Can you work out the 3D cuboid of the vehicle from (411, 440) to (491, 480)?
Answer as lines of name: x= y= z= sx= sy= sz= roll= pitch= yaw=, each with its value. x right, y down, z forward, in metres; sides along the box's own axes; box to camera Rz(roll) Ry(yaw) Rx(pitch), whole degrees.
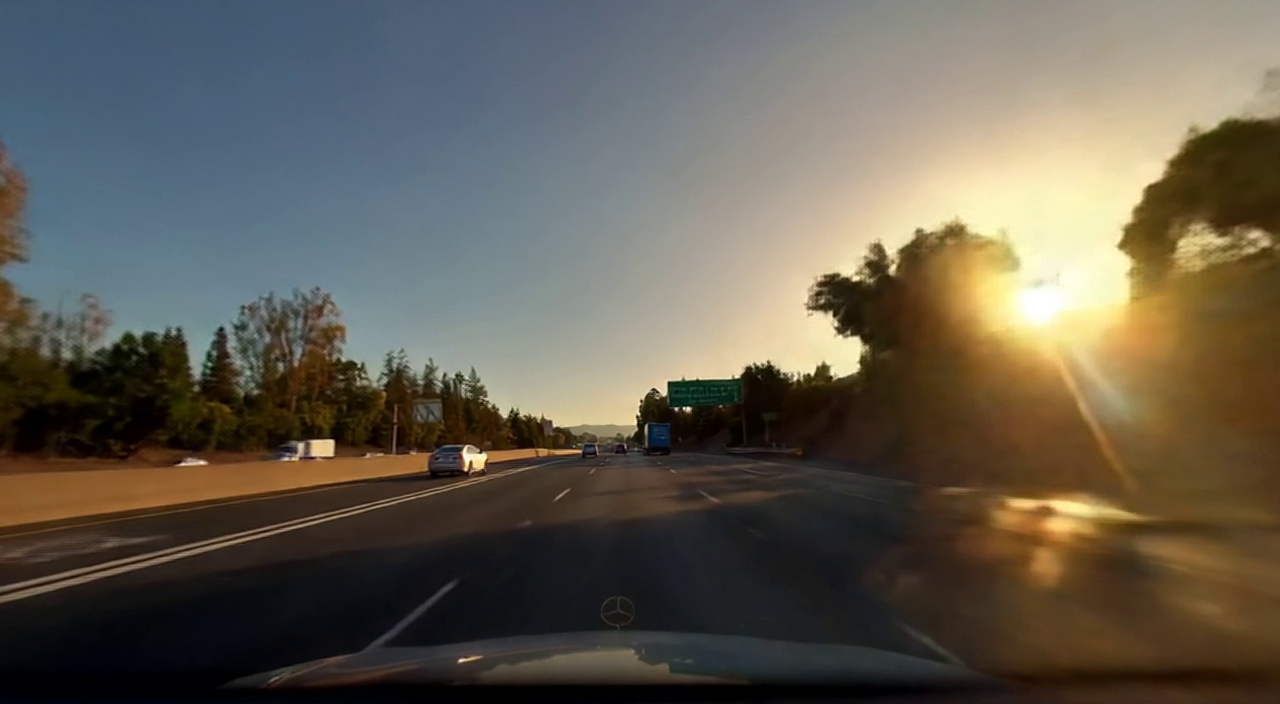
vehicle: x=-7.787 y=4.492 z=26.514 sx=2.033 sy=1.494 sz=4.508 roll=0 pitch=-9 yaw=-1
